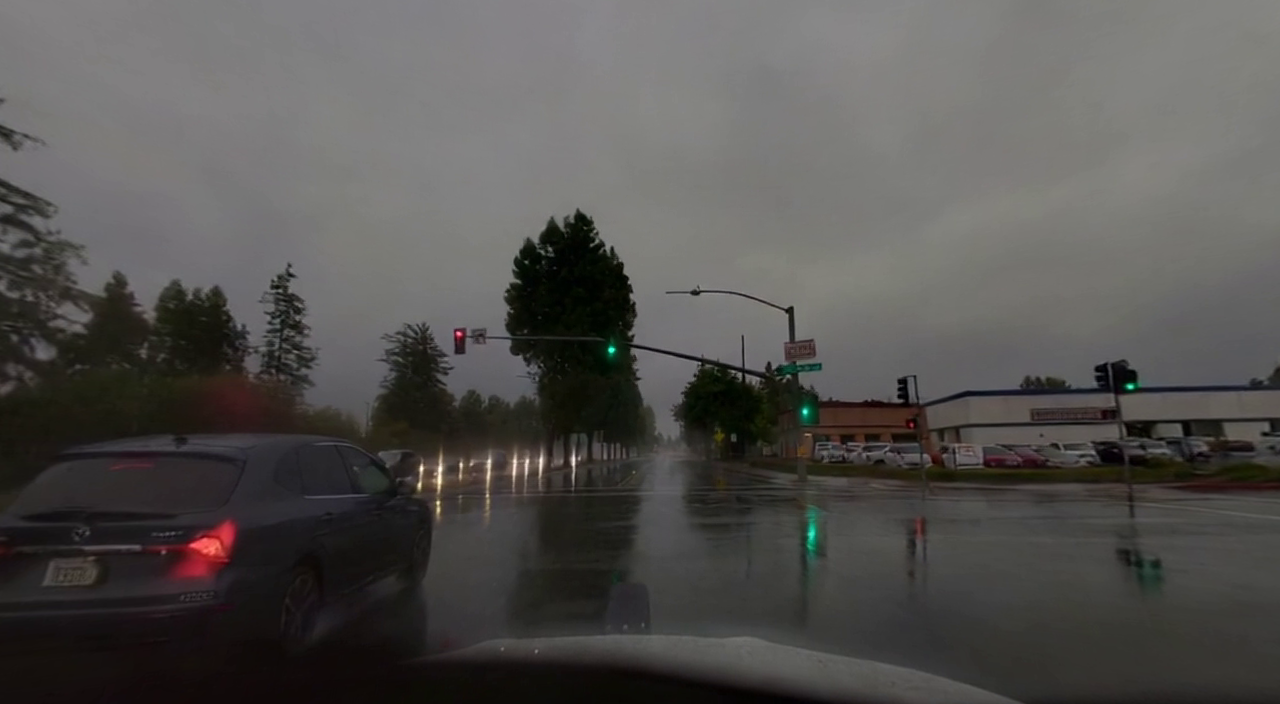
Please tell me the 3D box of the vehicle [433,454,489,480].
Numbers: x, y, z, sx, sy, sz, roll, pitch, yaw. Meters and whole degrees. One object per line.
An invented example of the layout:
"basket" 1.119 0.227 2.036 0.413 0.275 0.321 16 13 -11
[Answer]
"vehicle" -11.221 7.214 39.836 2.001 1.458 4.278 -1 -8 4

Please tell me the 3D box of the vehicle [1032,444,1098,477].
"vehicle" 20.032 5.050 29.612 1.930 1.410 4.313 -7 -11 40

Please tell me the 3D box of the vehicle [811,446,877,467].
"vehicle" 16.047 8.214 49.672 4.594 1.577 1.789 -5 -10 30

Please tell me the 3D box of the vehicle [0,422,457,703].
"vehicle" -3.098 1.377 4.887 1.924 1.482 4.734 0 -8 0

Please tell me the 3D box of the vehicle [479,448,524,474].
"vehicle" -10.767 8.483 49.275 2.120 1.833 4.650 -1 -8 4

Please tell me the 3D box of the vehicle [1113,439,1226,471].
"vehicle" 27.536 5.318 32.824 4.678 1.558 1.883 1 -9 -12

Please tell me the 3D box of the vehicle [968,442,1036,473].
"vehicle" 17.957 5.168 31.191 1.945 1.434 4.293 -8 -11 42

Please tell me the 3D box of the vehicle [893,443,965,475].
"vehicle" 15.526 5.714 33.739 2.060 1.445 4.712 -10 -11 41
